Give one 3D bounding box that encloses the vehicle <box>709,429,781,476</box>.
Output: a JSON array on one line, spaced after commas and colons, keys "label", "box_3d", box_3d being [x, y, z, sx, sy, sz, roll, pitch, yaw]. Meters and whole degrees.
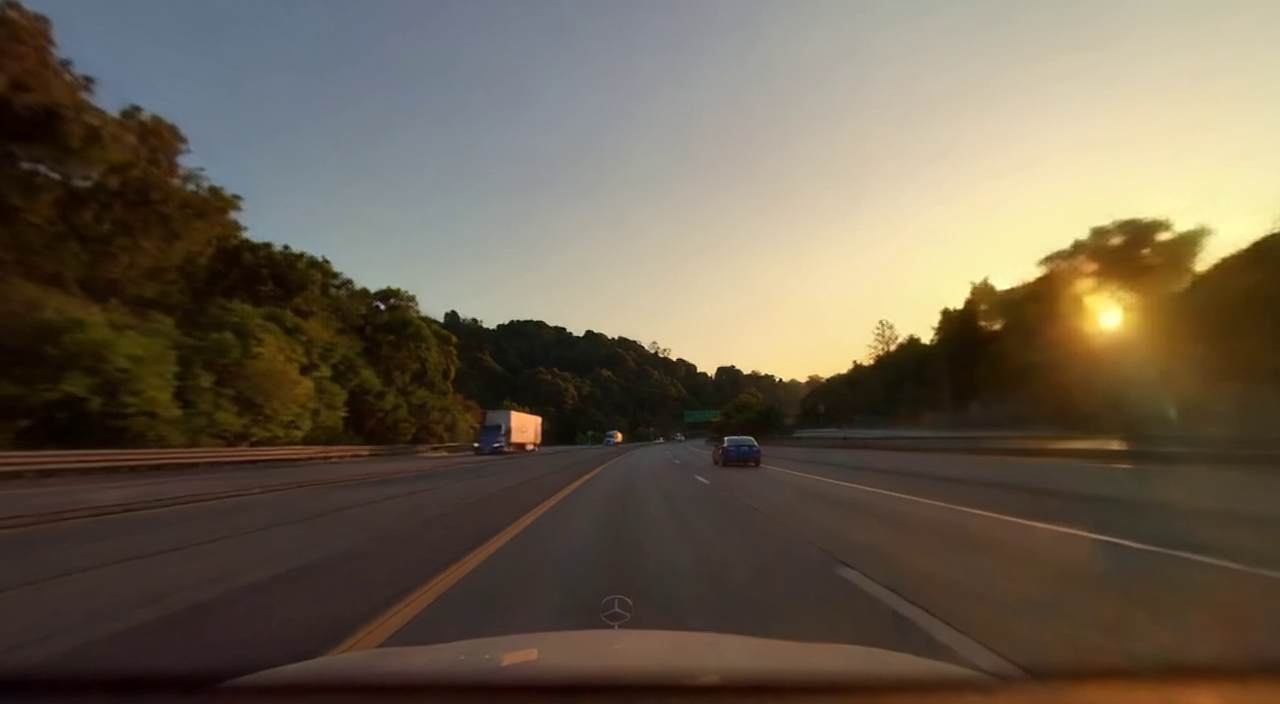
[{"label": "vehicle", "box_3d": [4.009, 3.901, 24.724, 2.022, 1.663, 4.245, 0, -8, -1]}]
